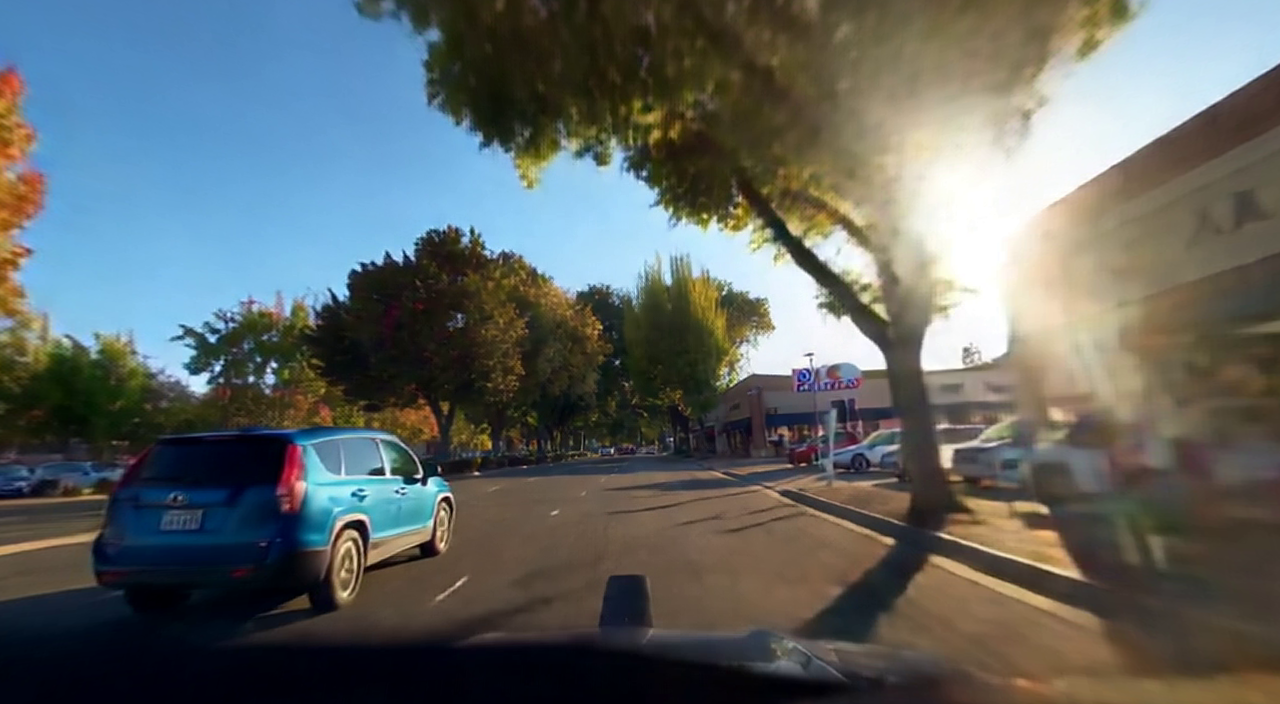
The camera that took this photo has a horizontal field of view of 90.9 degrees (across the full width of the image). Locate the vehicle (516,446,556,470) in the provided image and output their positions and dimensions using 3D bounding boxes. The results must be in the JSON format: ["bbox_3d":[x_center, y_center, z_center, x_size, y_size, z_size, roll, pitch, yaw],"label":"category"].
[{"bbox_3d":[-7.093,7.288,43.562,1.990,1.483,4.410,0,-8,0],"label":"vehicle"}]

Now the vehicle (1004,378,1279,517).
[{"bbox_3d":[9.091,1.489,10.238,4.953,1.853,2.245,-7,-9,18],"label":"vehicle"}]

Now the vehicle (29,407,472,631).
[{"bbox_3d":[-3.468,1.553,6.838,2.127,1.654,4.121,0,-8,0],"label":"vehicle"}]
